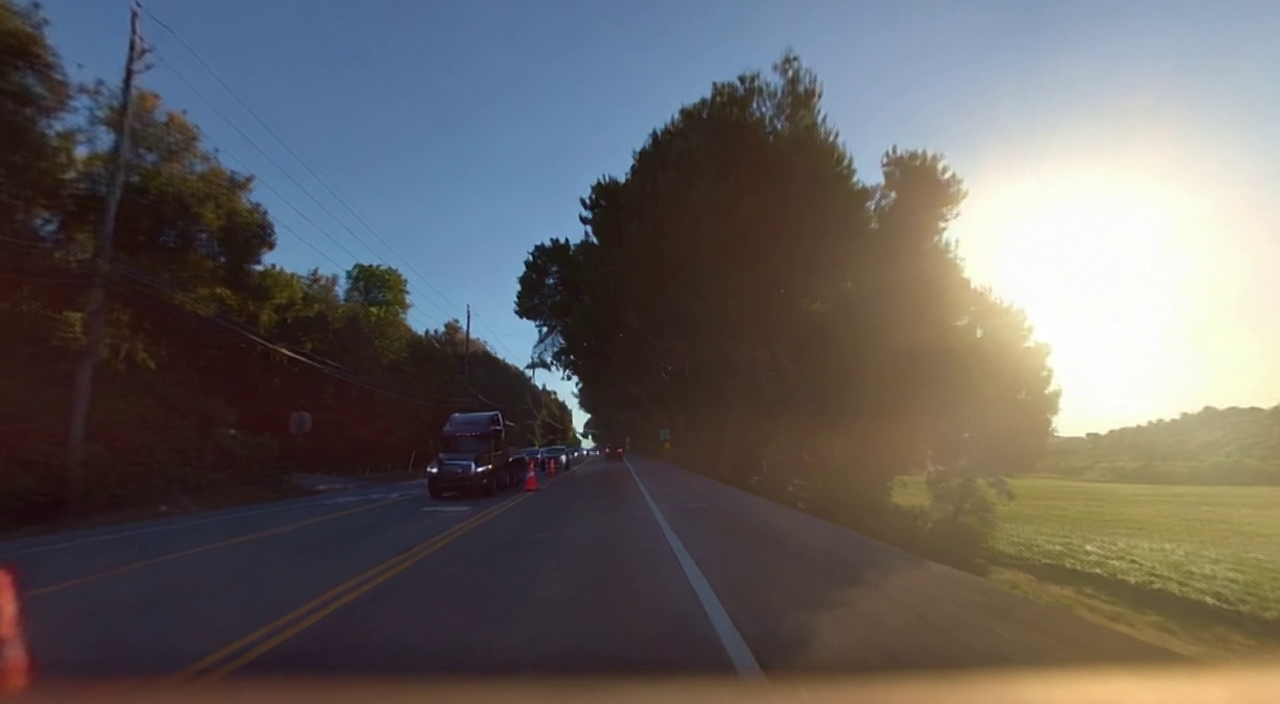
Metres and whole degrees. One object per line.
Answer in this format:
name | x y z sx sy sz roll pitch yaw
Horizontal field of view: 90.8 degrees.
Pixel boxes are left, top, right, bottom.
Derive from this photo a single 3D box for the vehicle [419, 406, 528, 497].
vehicle | -4.954 3.036 19.514 2.380 2.488 4.028 0 -8 -2
